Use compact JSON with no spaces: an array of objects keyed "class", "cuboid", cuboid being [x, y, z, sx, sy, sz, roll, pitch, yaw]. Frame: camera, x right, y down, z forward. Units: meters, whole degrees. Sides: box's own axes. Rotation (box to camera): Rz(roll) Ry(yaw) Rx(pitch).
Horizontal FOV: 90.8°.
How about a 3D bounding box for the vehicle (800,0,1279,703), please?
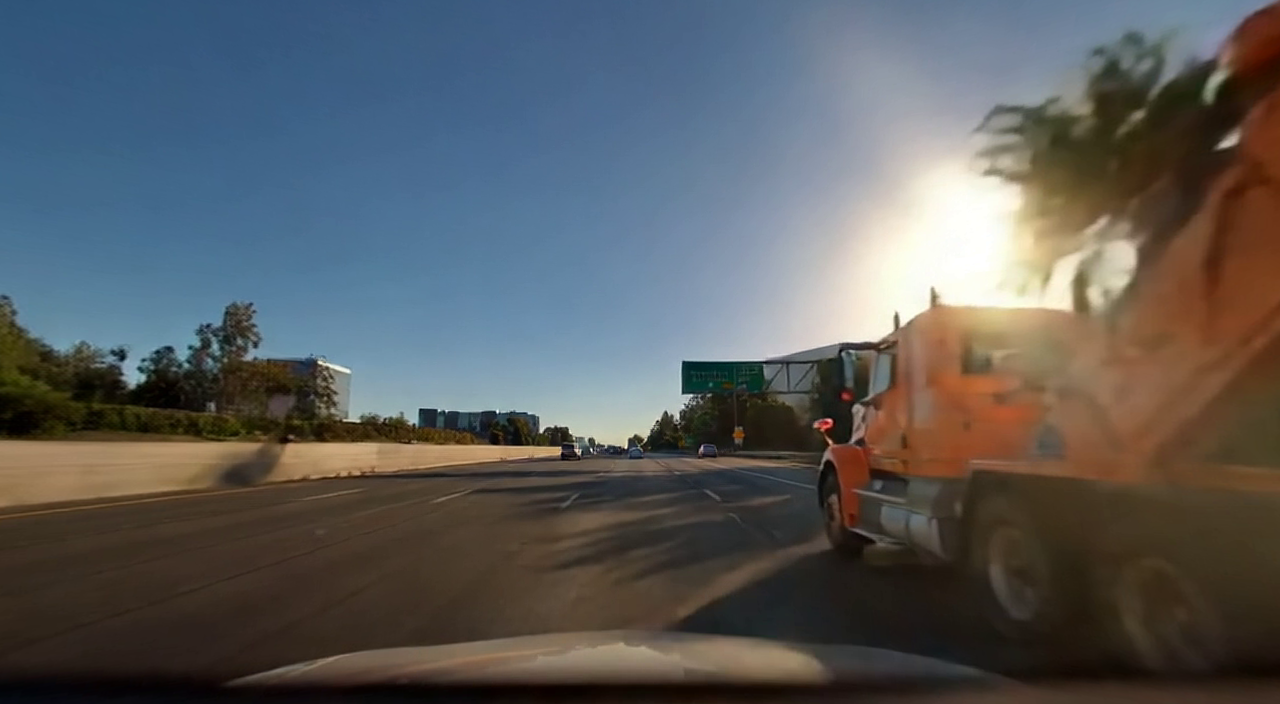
[{"class":"vehicle","cuboid":[3.860,0.193,3.815,2.966,3.586,10.563,0,-8,0]}]
